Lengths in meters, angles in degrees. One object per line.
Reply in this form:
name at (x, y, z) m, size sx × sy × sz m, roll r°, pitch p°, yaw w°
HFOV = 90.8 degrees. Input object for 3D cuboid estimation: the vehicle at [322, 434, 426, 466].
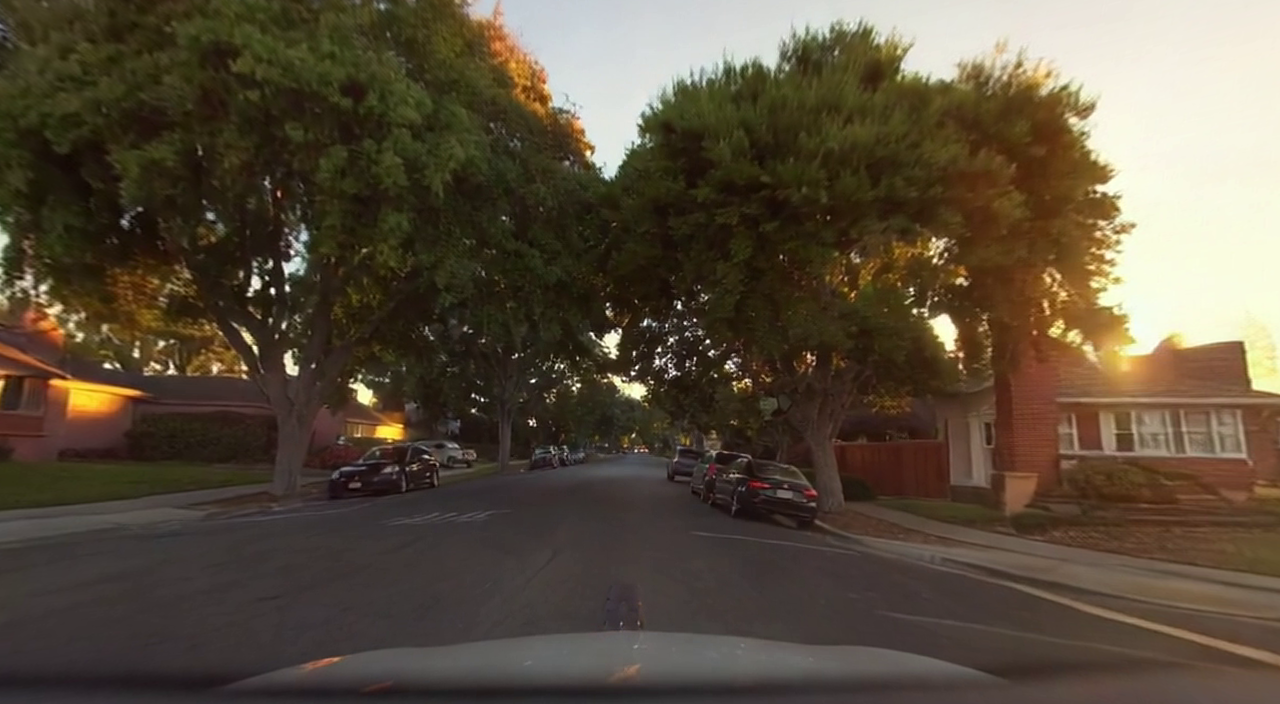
vehicle at (-13.499, 5.028, 32.308) m, size 4.423 × 1.522 × 1.961 m, roll 1°, pitch -9°, yaw -2°

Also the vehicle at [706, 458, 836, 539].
vehicle at (2.802, 3.243, 14.550) m, size 1.881 × 1.487 × 4.183 m, roll 1°, pitch -9°, yaw -3°

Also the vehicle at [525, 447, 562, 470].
vehicle at (-7.472, 8.265, 49.376) m, size 1.988 × 1.653 × 4.351 m, roll -1°, pitch -8°, yaw 4°
